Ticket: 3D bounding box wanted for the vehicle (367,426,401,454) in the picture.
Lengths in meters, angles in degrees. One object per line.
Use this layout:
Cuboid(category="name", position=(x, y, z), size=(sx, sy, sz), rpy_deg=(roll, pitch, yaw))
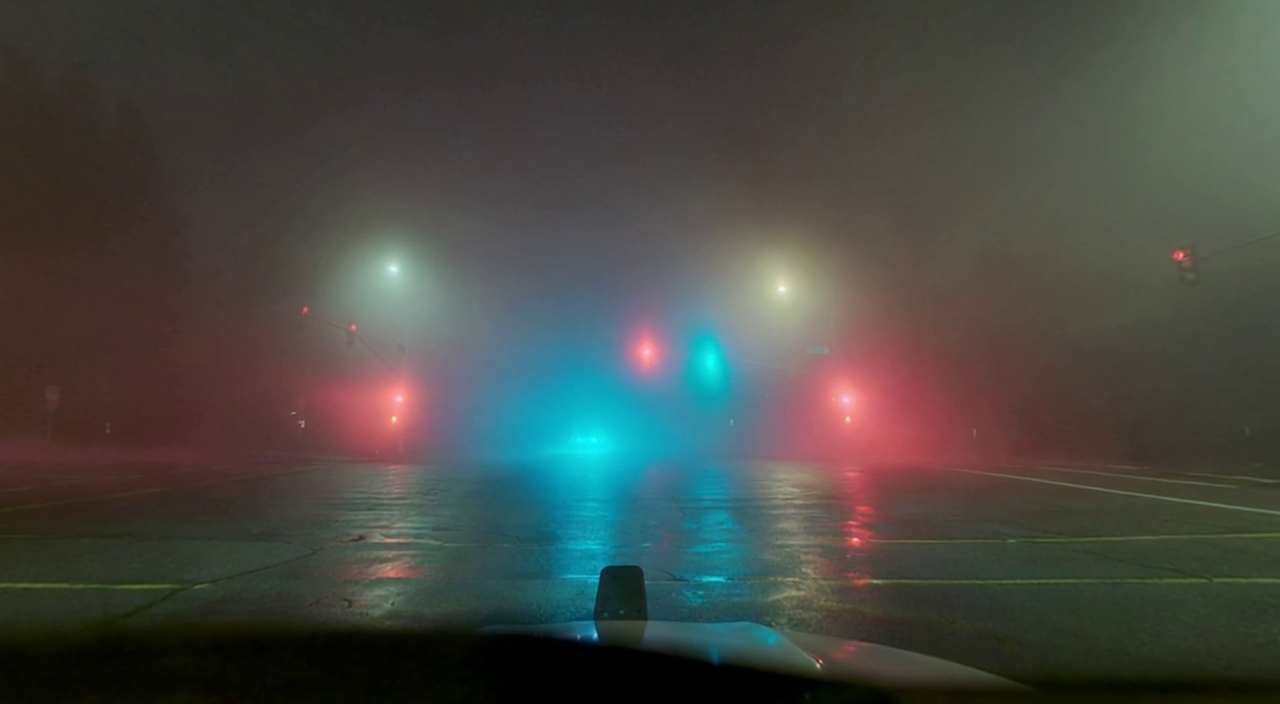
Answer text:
Cuboid(category="vehicle", position=(-19.971, 6.851, 48.891), size=(1.873, 2.079, 2.879), rpy_deg=(5, -10, -33))
